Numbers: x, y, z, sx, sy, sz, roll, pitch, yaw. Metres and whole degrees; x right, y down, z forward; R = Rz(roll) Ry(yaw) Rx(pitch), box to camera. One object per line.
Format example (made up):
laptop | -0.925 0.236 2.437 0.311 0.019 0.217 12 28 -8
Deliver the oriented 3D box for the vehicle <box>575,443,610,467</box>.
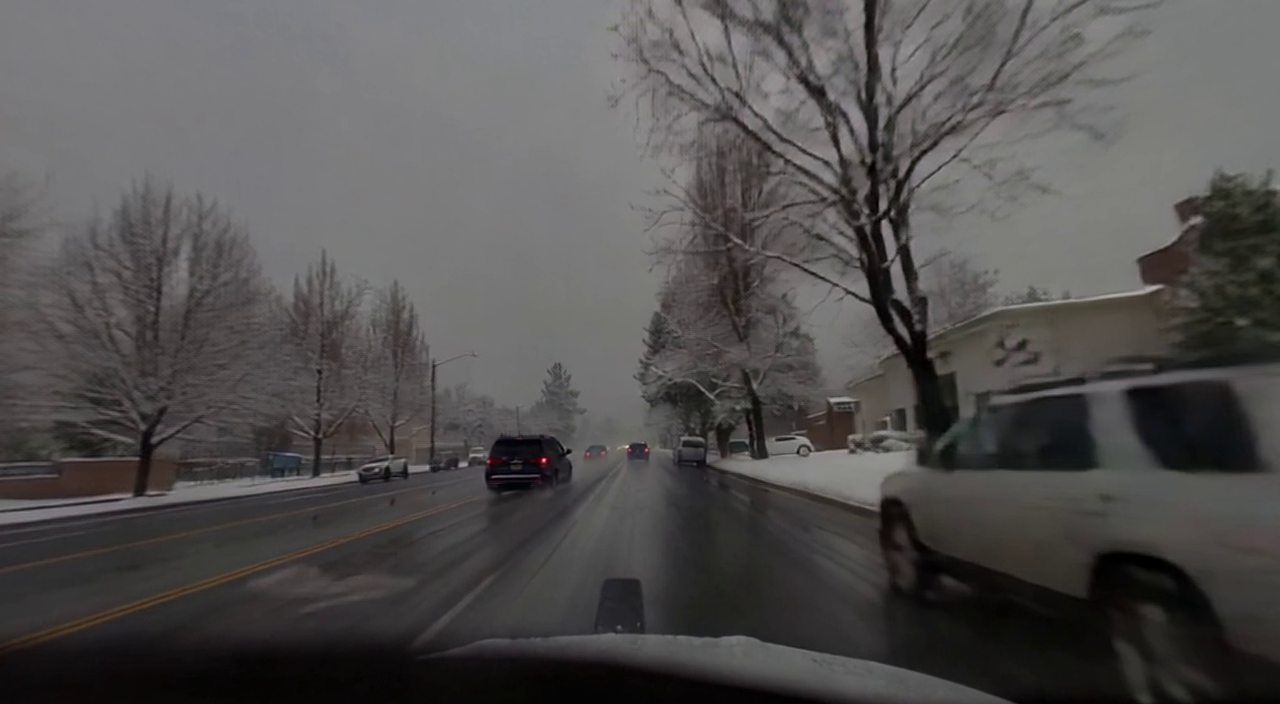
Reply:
vehicle | -3.300 7.312 45.009 2.167 1.634 4.220 0 -9 0

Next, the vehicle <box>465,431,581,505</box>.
vehicle | -3.037 3.169 17.711 2.257 1.751 5.028 0 -9 1

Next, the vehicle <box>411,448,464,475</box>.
vehicle | -14.139 7.642 44.325 2.123 1.770 4.848 0 -9 0

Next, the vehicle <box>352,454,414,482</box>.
vehicle | -16.346 7.373 40.434 1.870 1.599 5.022 0 -9 0

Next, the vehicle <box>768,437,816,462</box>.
vehicle | 10.152 6.541 42.596 1.777 1.514 4.140 -2 -8 -6

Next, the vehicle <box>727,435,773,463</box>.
vehicle | 7.339 6.513 42.613 2.112 1.776 4.555 1 -8 -2

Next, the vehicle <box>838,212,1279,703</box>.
vehicle | 3.412 0.868 3.973 2.653 2.058 5.096 0 -9 0

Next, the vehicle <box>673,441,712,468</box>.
vehicle | 3.506 6.929 42.892 2.150 1.655 4.739 0 -9 -1
